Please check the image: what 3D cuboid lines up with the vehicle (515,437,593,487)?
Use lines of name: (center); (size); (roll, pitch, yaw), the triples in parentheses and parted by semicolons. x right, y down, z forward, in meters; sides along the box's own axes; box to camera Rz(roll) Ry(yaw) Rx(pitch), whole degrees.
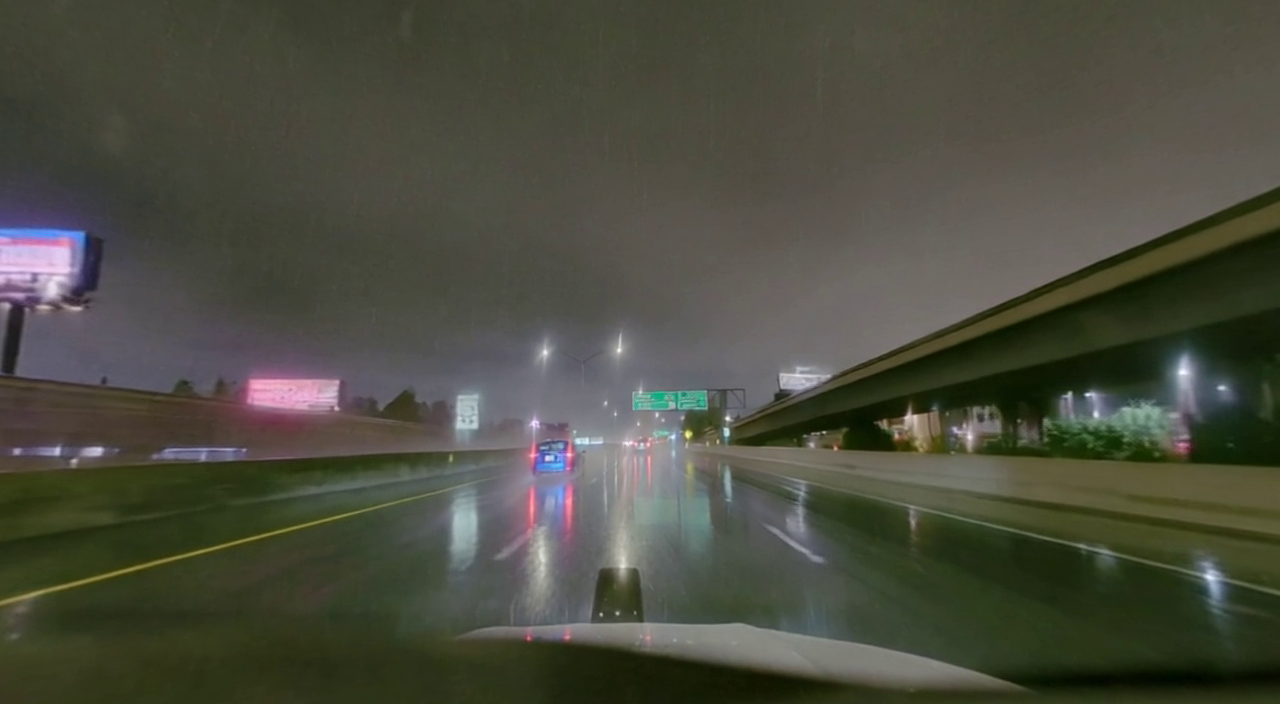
vehicle: (-2.901, 3.829, 22.356); (2.029, 1.557, 4.570); (0, -8, 1)
